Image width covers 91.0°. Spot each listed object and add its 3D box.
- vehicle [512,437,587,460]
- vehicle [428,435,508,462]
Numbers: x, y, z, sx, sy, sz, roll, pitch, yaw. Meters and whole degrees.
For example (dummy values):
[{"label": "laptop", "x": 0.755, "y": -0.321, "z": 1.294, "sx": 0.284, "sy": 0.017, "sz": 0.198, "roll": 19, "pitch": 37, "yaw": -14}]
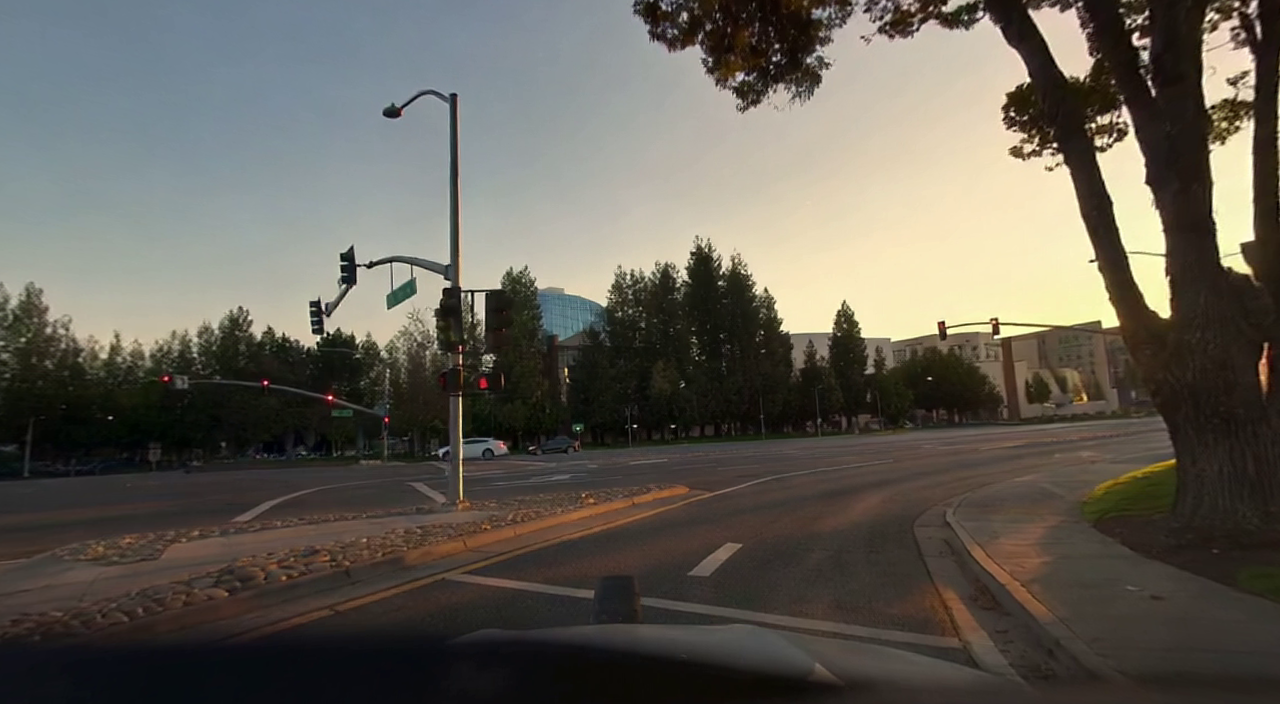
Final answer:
[{"label": "vehicle", "x": -5.900, "y": 6.342, "z": 41.392, "sx": 4.527, "sy": 1.444, "sz": 1.811, "roll": 6, "pitch": -10, "yaw": -35}, {"label": "vehicle", "x": -11.640, "y": 6.543, "z": 42.726, "sx": 4.782, "sy": 1.776, "sz": 2.118, "roll": 6, "pitch": -10, "yaw": -34}]
